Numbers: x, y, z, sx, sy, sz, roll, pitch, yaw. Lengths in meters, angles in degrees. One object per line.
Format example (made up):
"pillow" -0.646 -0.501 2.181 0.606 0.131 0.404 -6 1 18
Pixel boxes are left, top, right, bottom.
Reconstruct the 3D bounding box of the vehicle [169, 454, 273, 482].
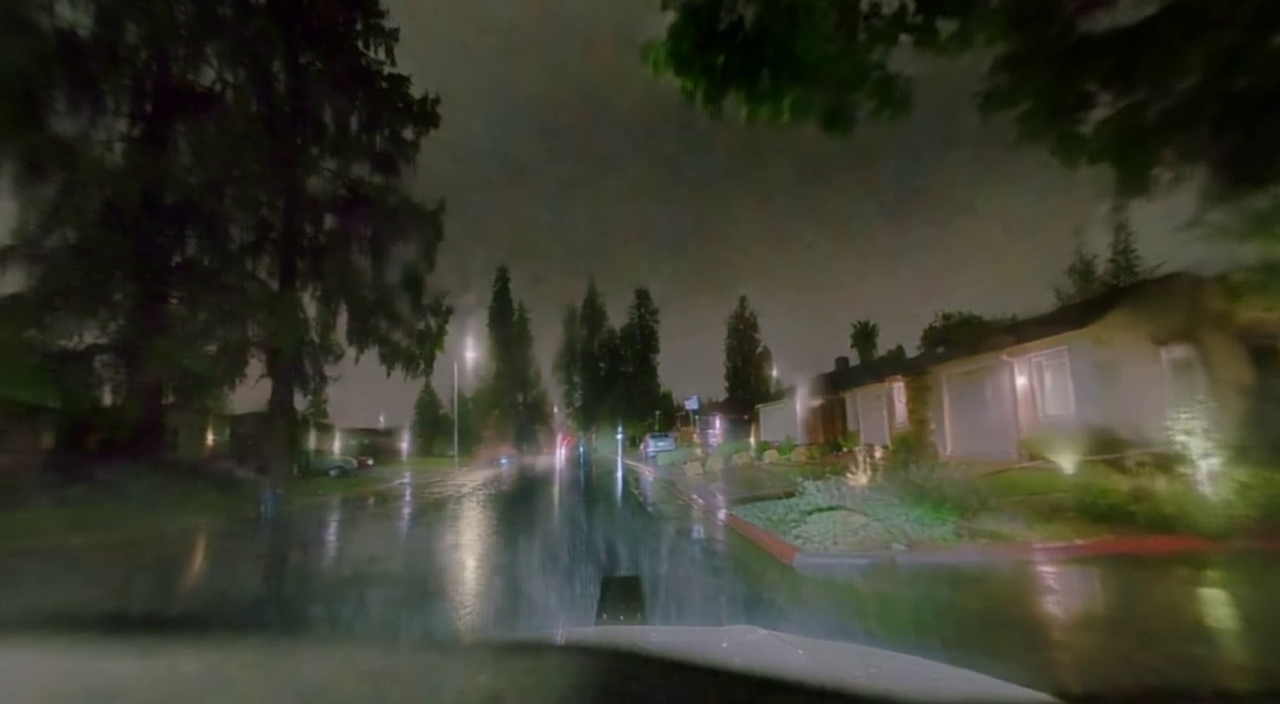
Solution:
"vehicle" -23.897 6.616 36.170 4.531 1.470 1.855 0 -9 -3

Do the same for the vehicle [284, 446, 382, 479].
"vehicle" -17.549 6.326 36.308 4.559 1.745 1.918 1 -9 -6
